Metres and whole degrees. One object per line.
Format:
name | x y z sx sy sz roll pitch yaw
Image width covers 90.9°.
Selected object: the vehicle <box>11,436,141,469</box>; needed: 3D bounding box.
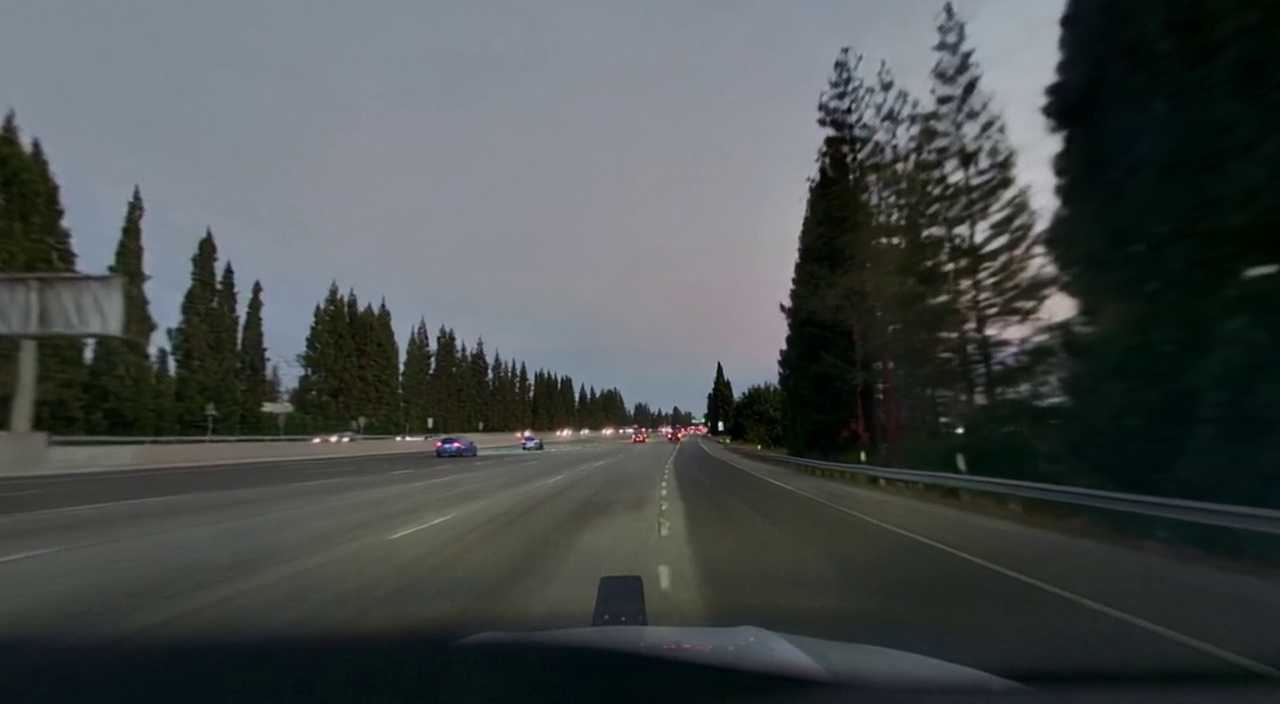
vehicle | -27.589 4.929 31.089 1.833 1.472 4.655 -1 -8 6
